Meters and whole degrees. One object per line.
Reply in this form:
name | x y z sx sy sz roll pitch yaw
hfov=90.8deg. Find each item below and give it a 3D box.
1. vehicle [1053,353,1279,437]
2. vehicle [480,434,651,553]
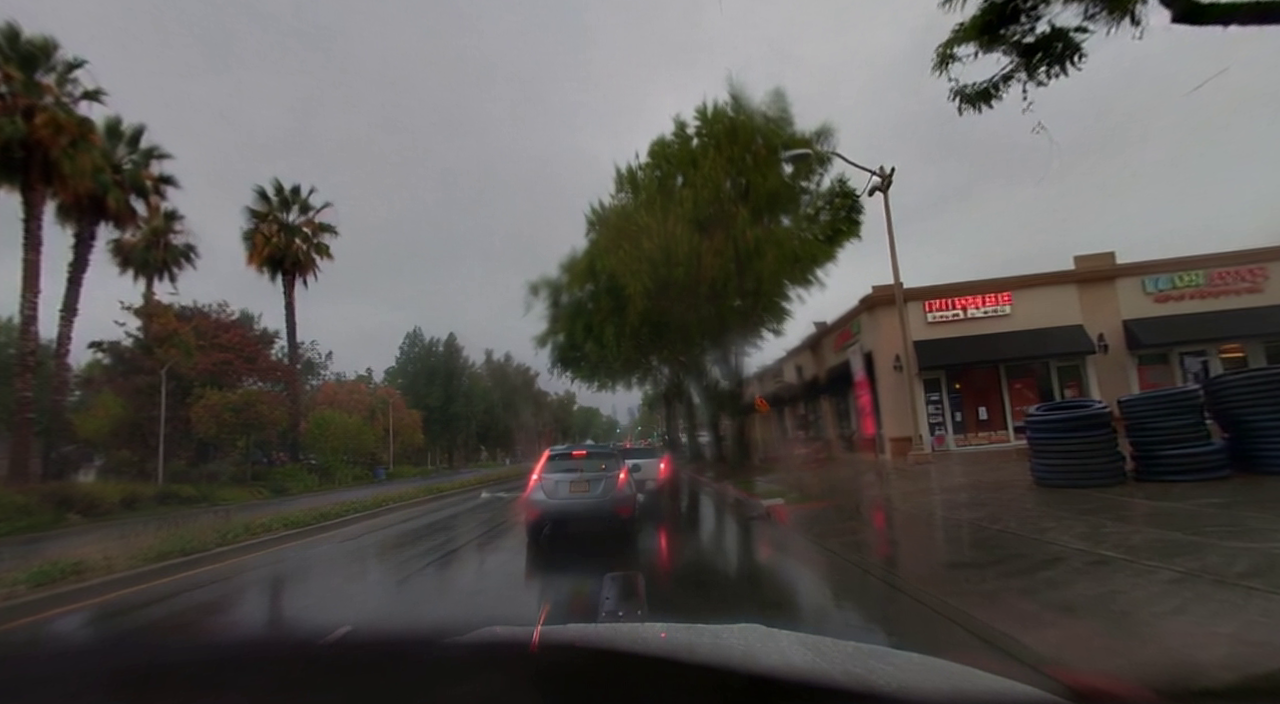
vehicle | 13.385 1.274 16.518 1.854 1.693 4.798 -1 -10 0
vehicle | -0.997 2.113 10.149 2.169 1.495 4.048 0 -9 -1
